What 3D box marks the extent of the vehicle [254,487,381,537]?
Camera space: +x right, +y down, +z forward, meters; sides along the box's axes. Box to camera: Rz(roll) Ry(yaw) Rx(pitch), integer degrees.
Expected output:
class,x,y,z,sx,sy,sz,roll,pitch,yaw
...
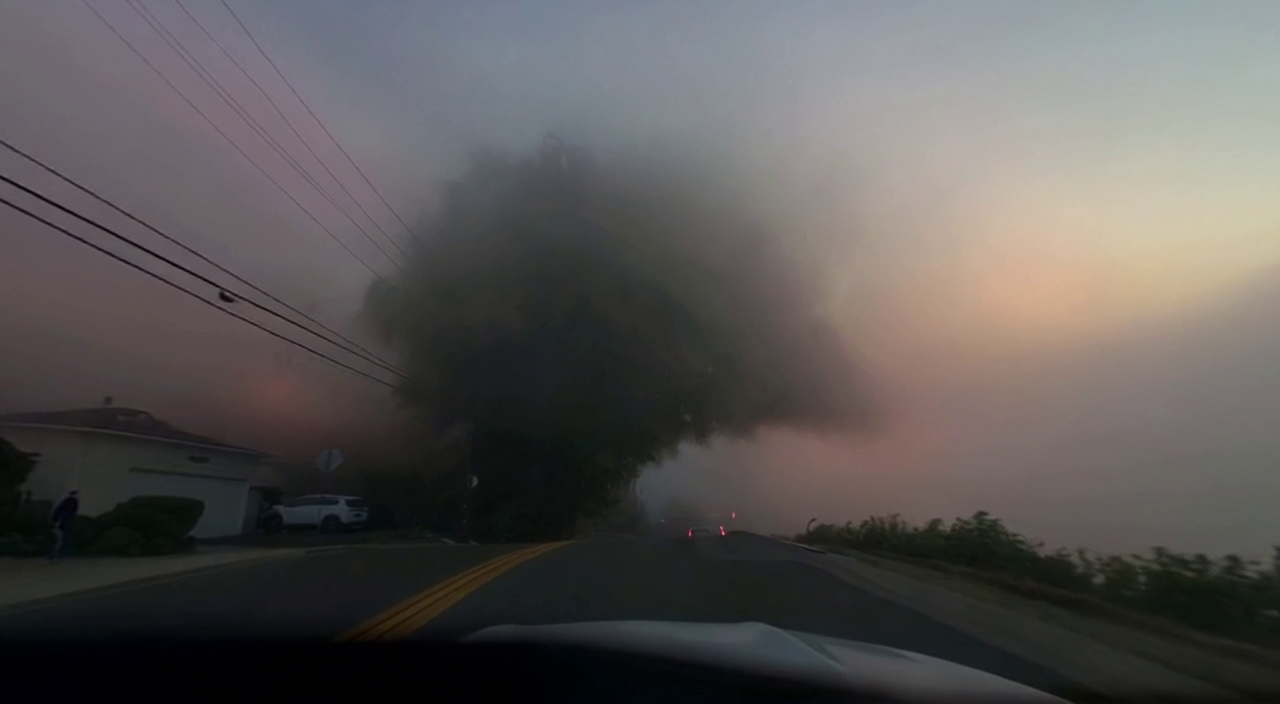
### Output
class,x,y,z,sx,sy,sz,roll,pitch,yaw
vehicle,-16.456,8.177,32.791,2.301,2.081,6.706,-3,-11,8
